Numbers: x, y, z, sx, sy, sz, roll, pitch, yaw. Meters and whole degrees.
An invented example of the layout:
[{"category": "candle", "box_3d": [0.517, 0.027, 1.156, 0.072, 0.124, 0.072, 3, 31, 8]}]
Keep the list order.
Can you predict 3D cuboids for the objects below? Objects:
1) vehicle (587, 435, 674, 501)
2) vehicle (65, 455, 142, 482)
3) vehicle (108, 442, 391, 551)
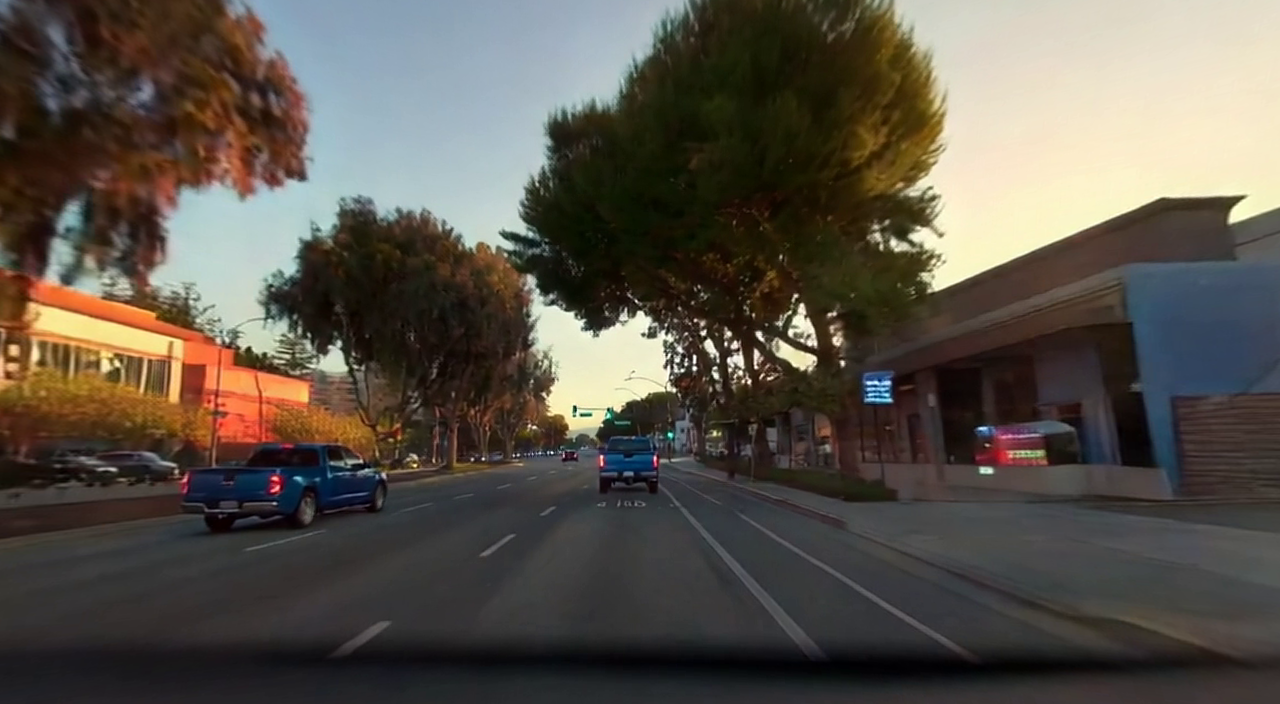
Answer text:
[{"category": "vehicle", "box_3d": [-0.324, 3.933, 21.916, 2.590, 1.932, 5.776, 0, -9, -1]}, {"category": "vehicle", "box_3d": [-34.300, 7.448, 40.354, 4.460, 1.443, 1.918, -7, -9, 24]}, {"category": "vehicle", "box_3d": [-6.147, 2.283, 10.789, 1.888, 1.424, 4.553, 0, -9, 1]}]
